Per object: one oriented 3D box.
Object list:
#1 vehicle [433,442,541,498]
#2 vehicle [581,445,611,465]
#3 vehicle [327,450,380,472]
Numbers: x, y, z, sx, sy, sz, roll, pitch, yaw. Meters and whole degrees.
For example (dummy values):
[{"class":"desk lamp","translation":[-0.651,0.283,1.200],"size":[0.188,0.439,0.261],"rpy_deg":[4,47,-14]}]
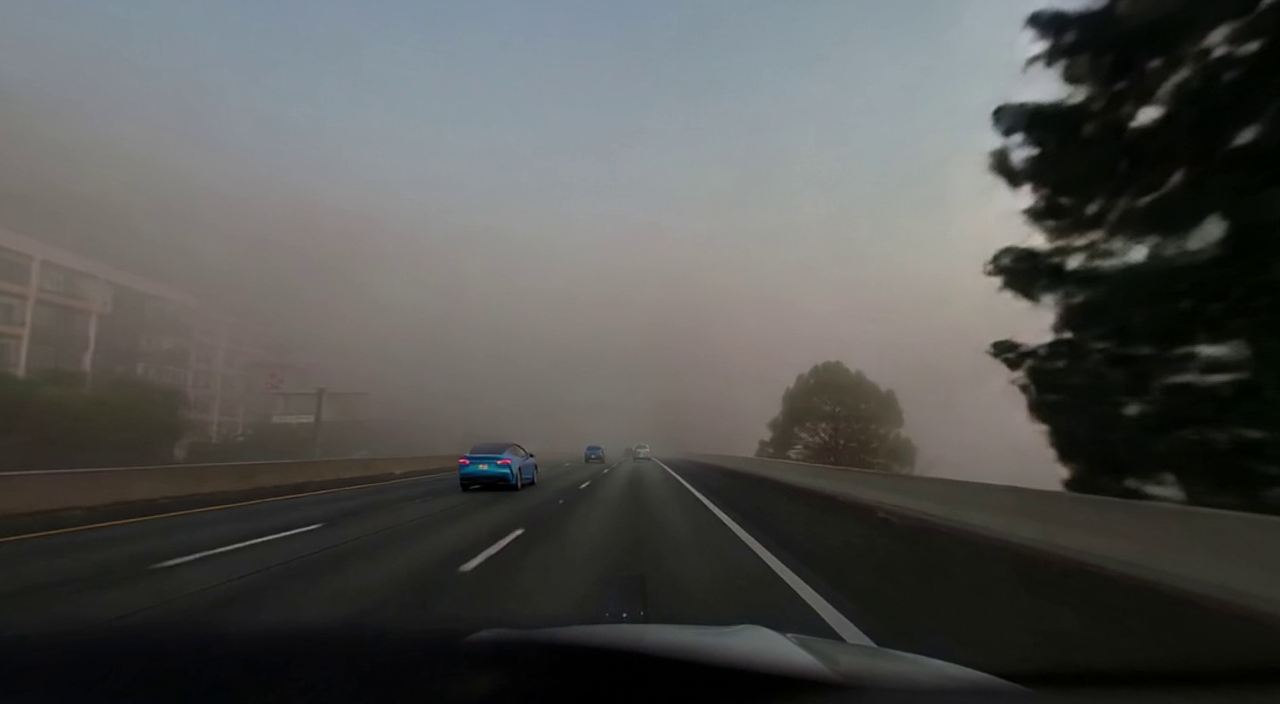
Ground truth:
[{"class":"vehicle","translation":[-4.454,3.481,19.123],"size":[2.083,1.471,4.350],"rpy_deg":[0,-8,1]},{"class":"vehicle","translation":[-3.325,7.925,48.576],"size":[1.926,1.464,4.186],"rpy_deg":[0,-8,1]},{"class":"vehicle","translation":[-21.372,8.136,47.233],"size":[1.803,1.466,4.393],"rpy_deg":[0,-8,1]}]
